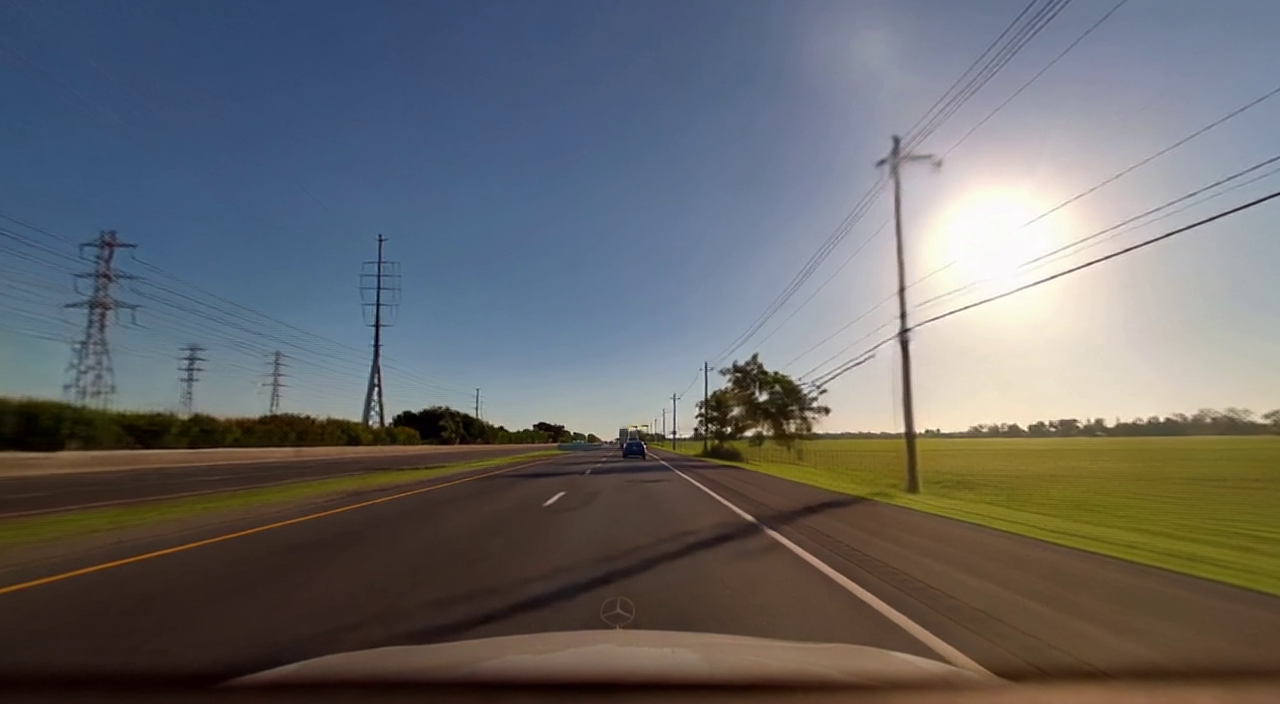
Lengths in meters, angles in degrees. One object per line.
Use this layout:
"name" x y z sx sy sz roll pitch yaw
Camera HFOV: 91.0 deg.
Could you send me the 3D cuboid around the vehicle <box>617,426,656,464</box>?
"vehicle" -0.266 5.726 38.770 2.240 2.129 4.480 0 -8 -2
